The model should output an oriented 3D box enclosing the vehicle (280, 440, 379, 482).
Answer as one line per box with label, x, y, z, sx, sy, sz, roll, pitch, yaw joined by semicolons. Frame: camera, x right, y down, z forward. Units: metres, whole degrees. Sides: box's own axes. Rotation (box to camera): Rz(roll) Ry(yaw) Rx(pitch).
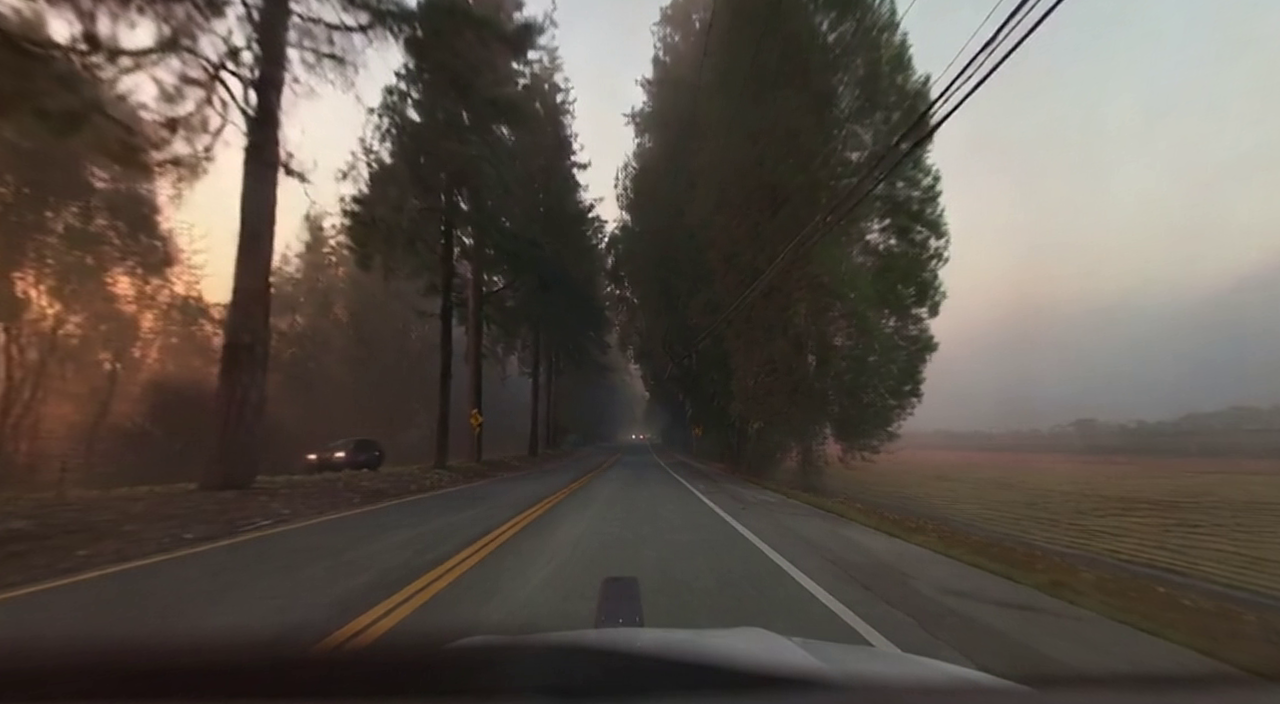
vehicle;-13.629;4.785;28.098;2.030;1.688;4.527;0;-8;0
